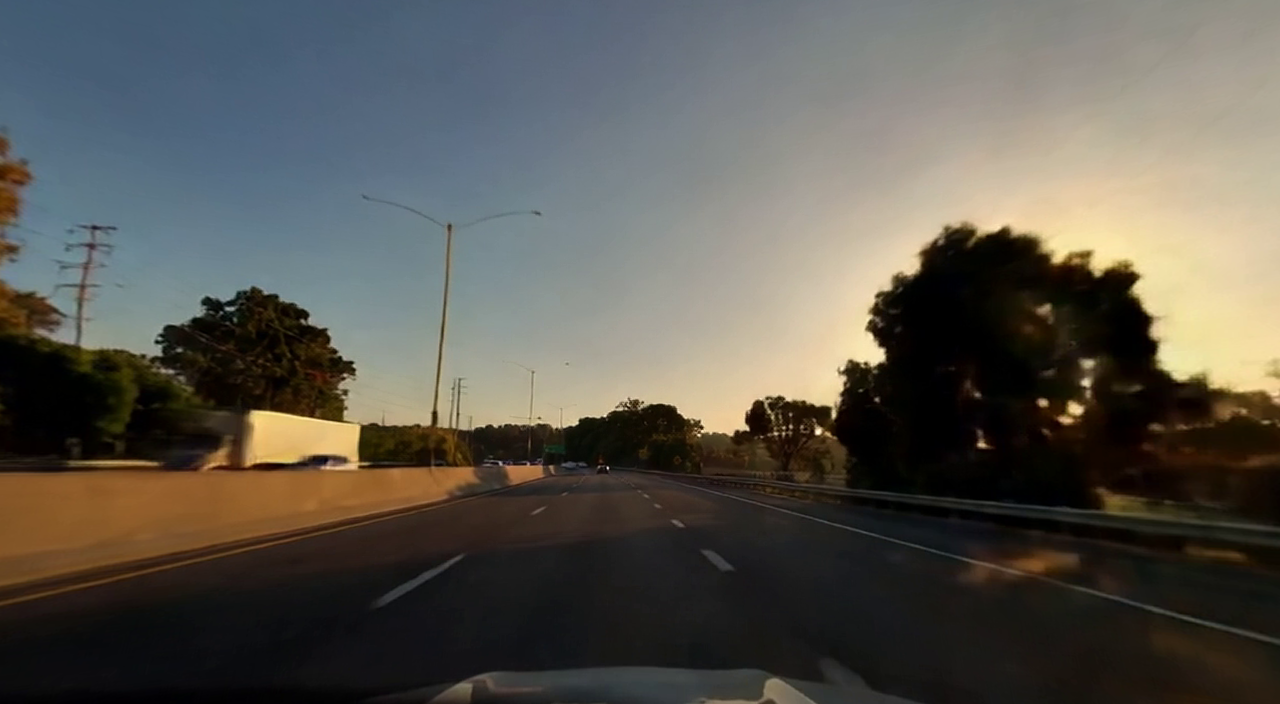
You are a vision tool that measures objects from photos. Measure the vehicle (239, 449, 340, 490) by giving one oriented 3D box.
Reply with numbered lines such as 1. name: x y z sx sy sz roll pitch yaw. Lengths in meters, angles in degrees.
1. vehicle: -13.629 4.629 24.796 1.763 1.441 3.984 1 -10 -2

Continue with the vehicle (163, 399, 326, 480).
1. vehicle: -21.666 5.139 35.566 3.076 3.885 9.801 1 -10 -3
